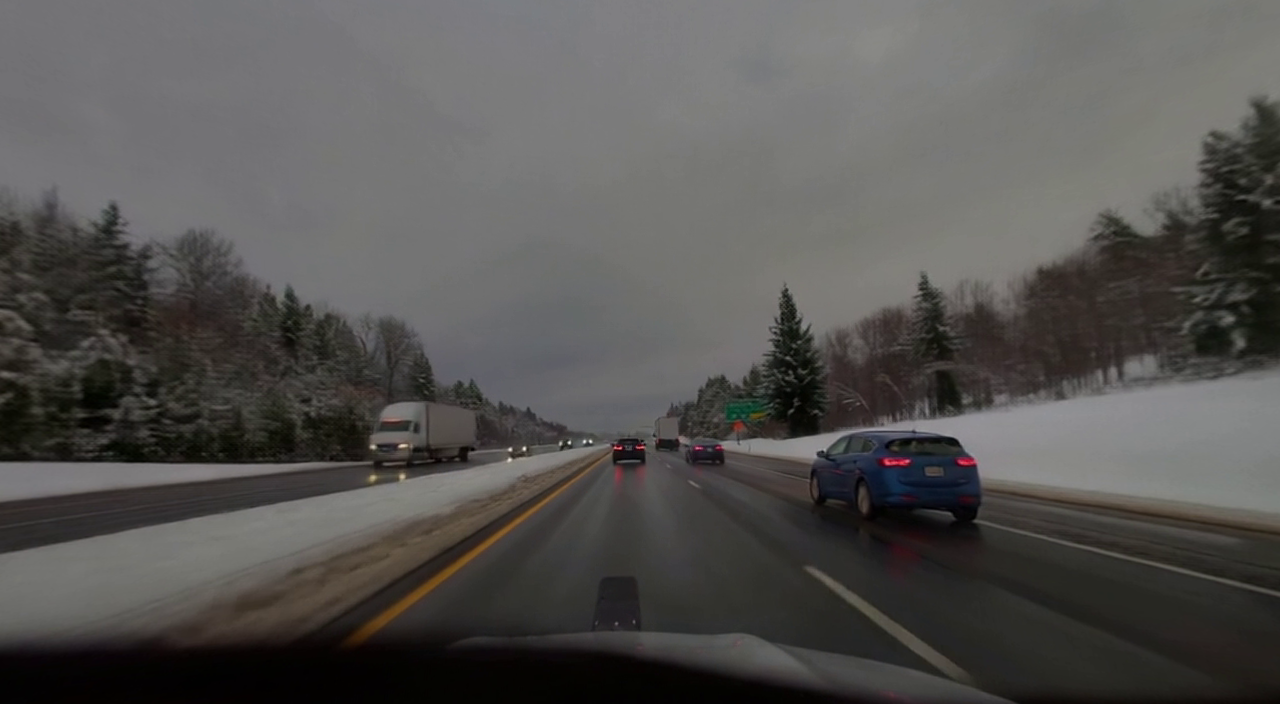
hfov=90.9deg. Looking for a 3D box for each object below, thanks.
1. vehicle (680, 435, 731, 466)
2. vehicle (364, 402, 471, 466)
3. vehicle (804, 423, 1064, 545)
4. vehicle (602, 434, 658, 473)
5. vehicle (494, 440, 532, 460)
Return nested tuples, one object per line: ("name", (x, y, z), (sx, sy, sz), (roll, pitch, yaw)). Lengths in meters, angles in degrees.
("vehicle", (3.271, 5.007, 32.336), (2.004, 1.469, 4.472), (0, -8, -2))
("vehicle", (-14.573, 5.545, 42.649), (3.122, 3.682, 11.678), (1, -7, -1))
("vehicle", (4.284, 1.952, 10.145), (2.066, 1.526, 4.216), (0, -8, -2))
("vehicle", (-0.424, 4.131, 25.901), (2.143, 1.466, 3.693), (0, -8, -2))
("vehicle", (-9.624, 7.442, 48.076), (1.982, 1.455, 4.161), (0, -8, 0))
